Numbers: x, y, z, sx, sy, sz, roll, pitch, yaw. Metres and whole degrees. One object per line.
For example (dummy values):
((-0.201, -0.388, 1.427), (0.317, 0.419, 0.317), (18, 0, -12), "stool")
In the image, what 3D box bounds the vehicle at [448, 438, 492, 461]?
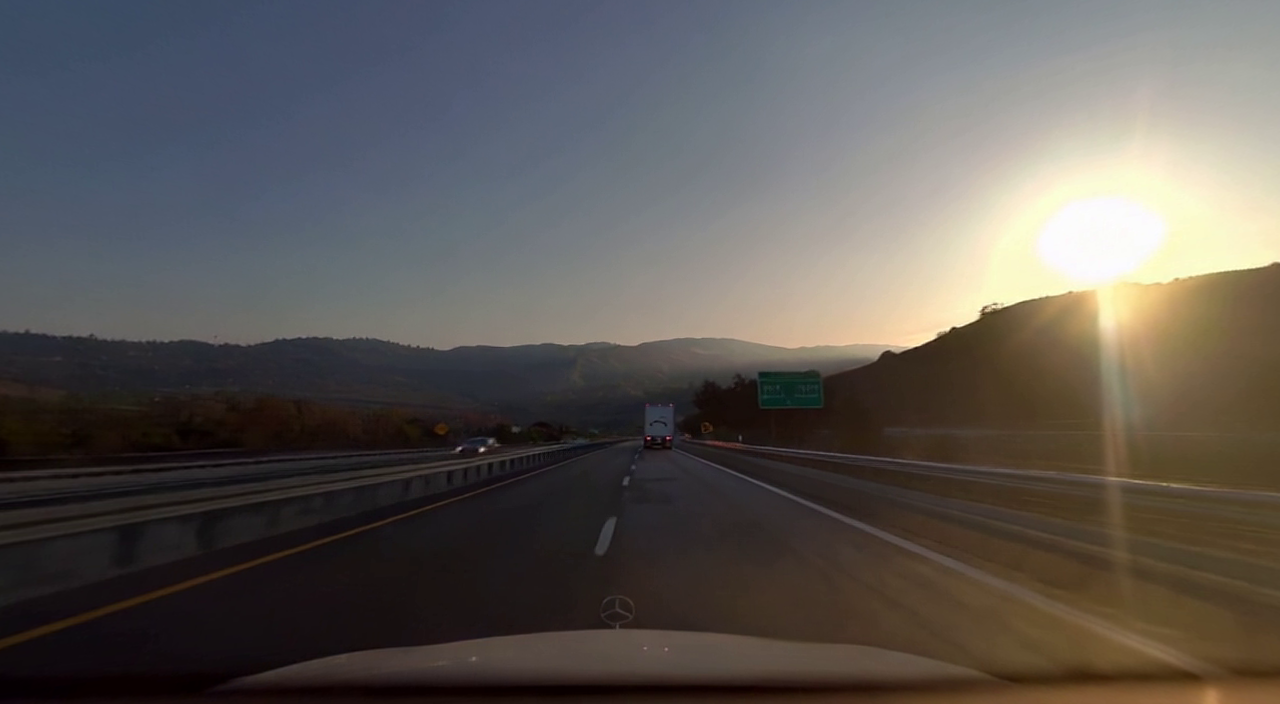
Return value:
((-12.080, 6.927, 45.143), (1.836, 1.511, 4.647), (0, -8, 0), "vehicle")
